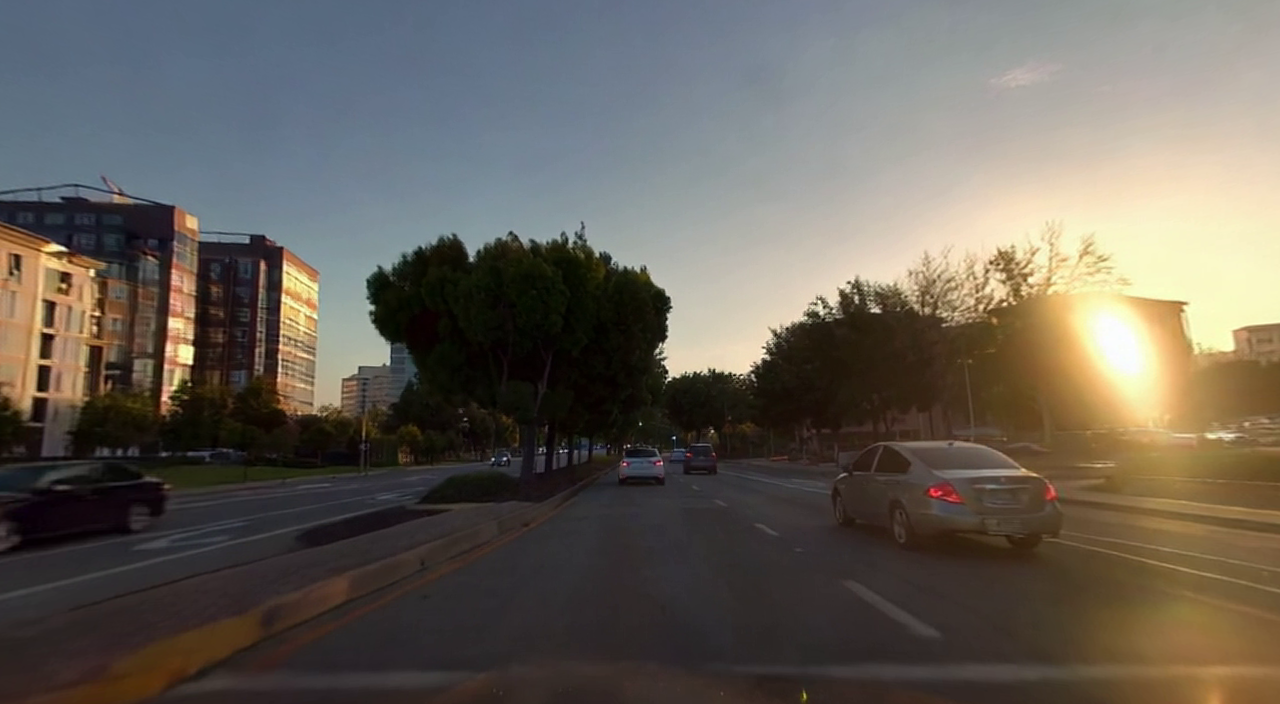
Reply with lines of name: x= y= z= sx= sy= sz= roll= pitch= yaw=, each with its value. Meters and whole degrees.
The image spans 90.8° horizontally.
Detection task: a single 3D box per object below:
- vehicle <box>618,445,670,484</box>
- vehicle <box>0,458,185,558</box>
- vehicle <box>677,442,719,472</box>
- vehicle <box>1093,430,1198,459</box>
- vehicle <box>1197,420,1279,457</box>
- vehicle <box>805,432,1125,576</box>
vehicle: x=0.176 y=4.705 z=26.716 sx=2.034 sy=1.500 sz=3.966 roll=0 pitch=-8 yaw=0
vehicle: x=-10.928 y=2.692 z=11.331 sx=2.043 sy=1.456 sz=4.627 roll=0 pitch=-8 yaw=0
vehicle: x=3.570 y=6.579 z=39.762 sx=2.107 sy=1.773 sz=4.557 roll=0 pitch=-8 yaw=-2
vehicle: x=27.520 y=5.057 z=34.633 sx=1.963 sy=1.480 sz=4.661 roll=0 pitch=-8 yaw=0
vehicle: x=33.400 y=4.708 z=34.435 sx=4.199 sy=1.772 sz=1.904 roll=-2 pitch=-9 yaw=-3
vehicle: x=3.963 y=1.906 z=8.820 sx=2.049 sy=1.473 sz=4.425 roll=0 pitch=-8 yaw=-1
